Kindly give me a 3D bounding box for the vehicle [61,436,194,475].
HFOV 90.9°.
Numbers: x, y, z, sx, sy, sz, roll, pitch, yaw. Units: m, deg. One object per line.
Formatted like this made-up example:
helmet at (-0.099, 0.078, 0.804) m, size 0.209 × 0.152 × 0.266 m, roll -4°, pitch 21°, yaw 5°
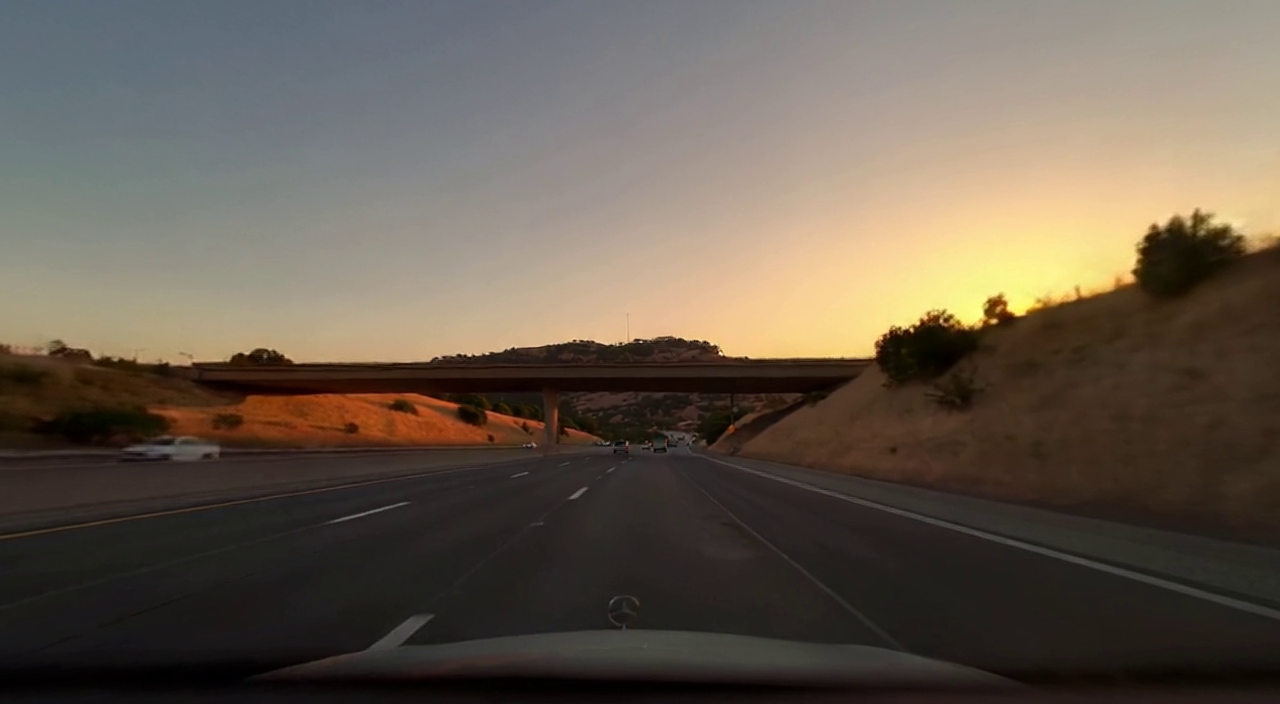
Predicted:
vehicle at (-24.666, 5.014, 30.669) m, size 1.961 × 1.717 × 5.260 m, roll 0°, pitch -9°, yaw 1°
